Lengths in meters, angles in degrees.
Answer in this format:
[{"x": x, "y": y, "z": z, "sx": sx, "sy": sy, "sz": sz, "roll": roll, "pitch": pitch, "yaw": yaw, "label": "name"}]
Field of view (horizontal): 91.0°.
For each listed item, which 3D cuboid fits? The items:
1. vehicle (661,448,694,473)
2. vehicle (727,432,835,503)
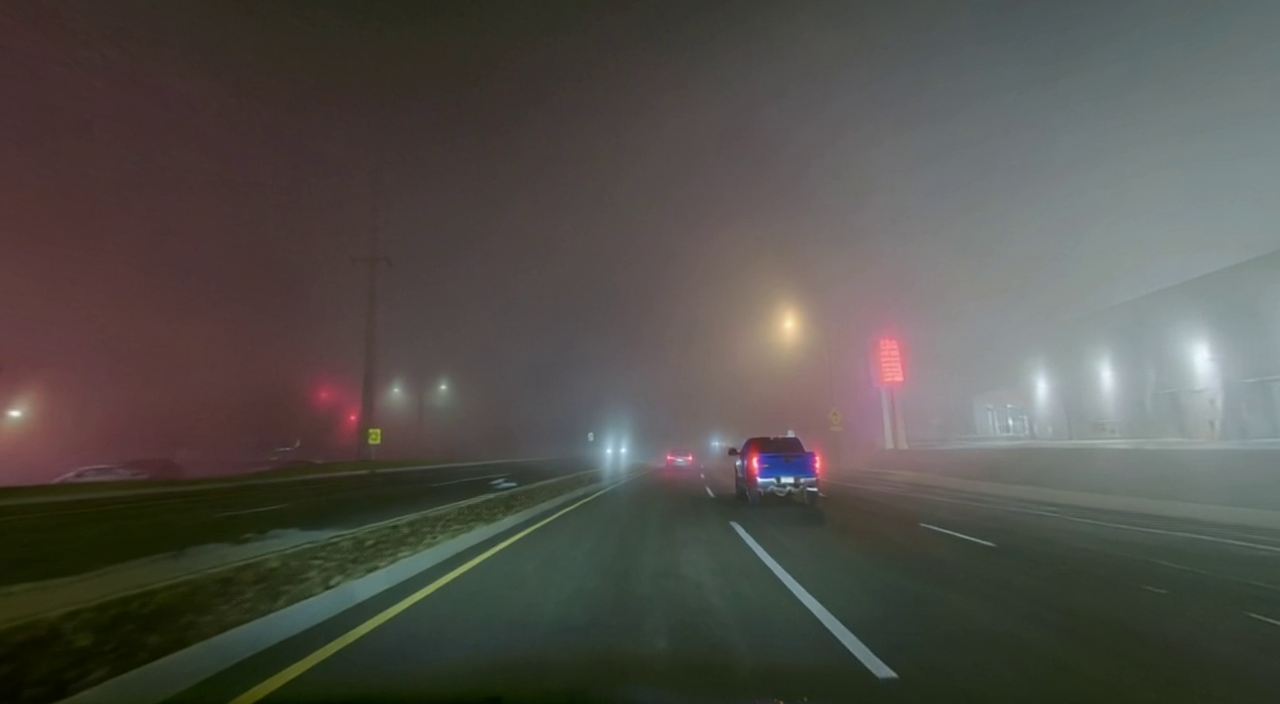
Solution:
[{"x": 2.448, "y": 6.924, "z": 40.504, "sx": 1.968, "sy": 1.521, "sz": 4.262, "roll": 0, "pitch": -9, "yaw": 5, "label": "vehicle"}, {"x": 4.271, "y": 3.616, "z": 20.211, "sx": 2.367, "sy": 1.919, "sz": 5.651, "roll": 0, "pitch": -9, "yaw": 2, "label": "vehicle"}]
